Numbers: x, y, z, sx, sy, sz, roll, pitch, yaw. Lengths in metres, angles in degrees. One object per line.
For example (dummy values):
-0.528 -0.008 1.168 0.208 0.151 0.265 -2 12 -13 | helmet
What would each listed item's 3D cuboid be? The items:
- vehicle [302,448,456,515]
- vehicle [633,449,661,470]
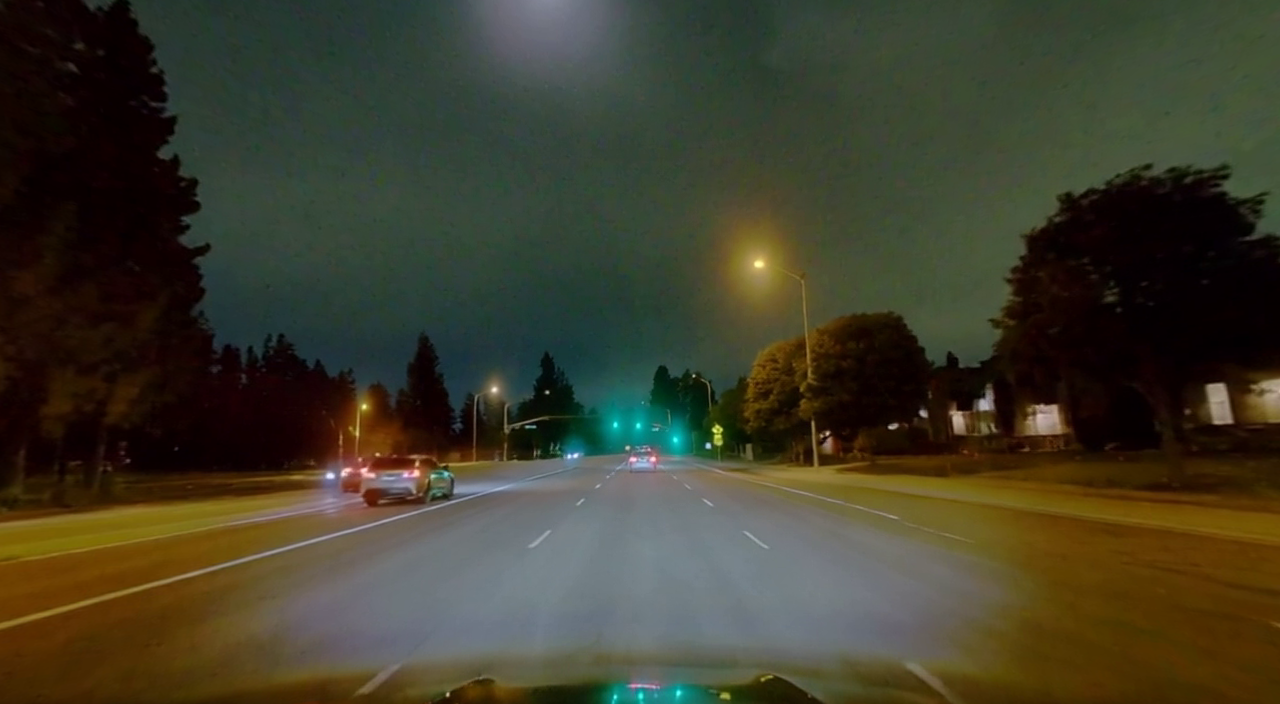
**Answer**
-6.516 3.252 16.358 2.014 1.472 4.357 0 -9 2 | vehicle
0.528 8.266 48.570 2.106 1.517 4.375 0 -9 0 | vehicle
